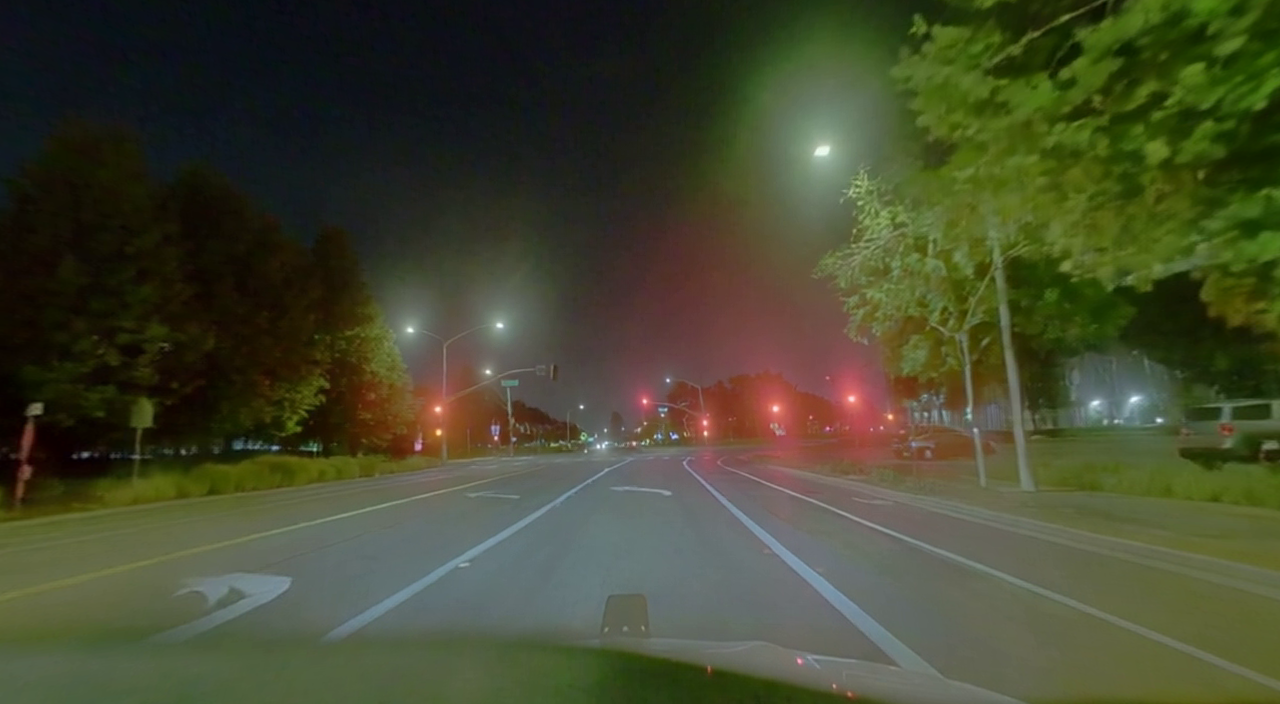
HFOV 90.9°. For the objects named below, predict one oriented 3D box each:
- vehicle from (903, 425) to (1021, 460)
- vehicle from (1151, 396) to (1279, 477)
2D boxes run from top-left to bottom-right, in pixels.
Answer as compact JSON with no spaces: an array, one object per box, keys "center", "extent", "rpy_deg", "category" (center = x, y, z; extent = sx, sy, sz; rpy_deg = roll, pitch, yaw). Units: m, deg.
[{"center":[14.196,4.016,27.956],"extent":[4.167,1.476,1.871],"rpy_deg":[0,-8,0],"category":"vehicle"},{"center":[14.063,1.834,13.583],"extent":[4.358,1.625,1.842],"rpy_deg":[0,-8,3],"category":"vehicle"}]
